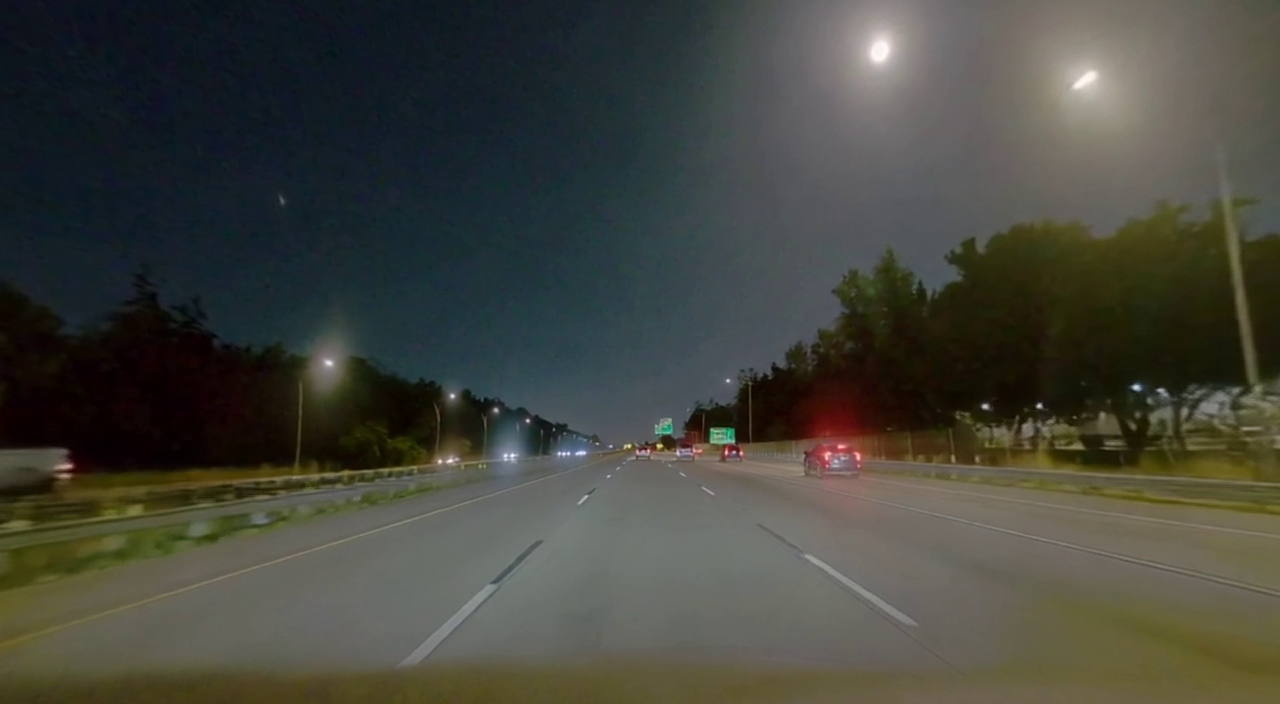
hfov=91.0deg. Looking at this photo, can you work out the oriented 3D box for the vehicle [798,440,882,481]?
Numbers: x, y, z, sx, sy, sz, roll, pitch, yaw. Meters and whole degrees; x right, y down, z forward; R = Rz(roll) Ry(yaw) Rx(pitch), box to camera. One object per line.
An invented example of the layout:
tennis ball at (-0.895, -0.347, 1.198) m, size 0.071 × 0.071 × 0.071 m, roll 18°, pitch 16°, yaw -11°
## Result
vehicle at (8.189, 4.474, 26.222) m, size 1.989 × 1.526 × 4.443 m, roll 0°, pitch -9°, yaw 0°
